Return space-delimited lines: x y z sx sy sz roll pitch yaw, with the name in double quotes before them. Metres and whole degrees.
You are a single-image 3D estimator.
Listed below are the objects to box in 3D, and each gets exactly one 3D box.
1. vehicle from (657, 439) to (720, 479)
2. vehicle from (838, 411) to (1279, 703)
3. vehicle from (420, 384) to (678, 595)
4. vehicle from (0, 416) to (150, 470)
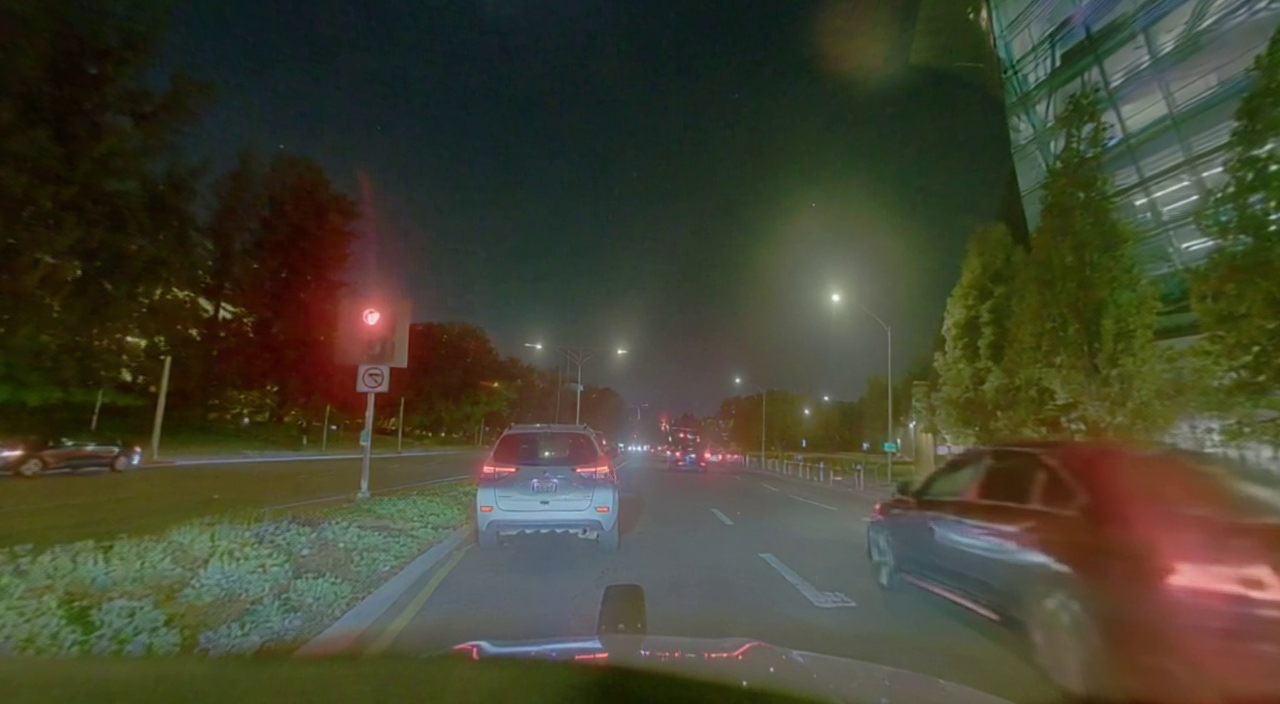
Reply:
"vehicle" 2.311 5.262 31.107 2.301 1.716 4.856 3 -9 -5
"vehicle" 3.378 1.415 4.928 2.205 1.537 4.895 2 -8 2
"vehicle" -1.143 1.574 8.100 2.275 1.819 4.883 1 -9 -9
"vehicle" -18.844 2.966 20.442 1.911 1.542 4.748 0 -9 1
